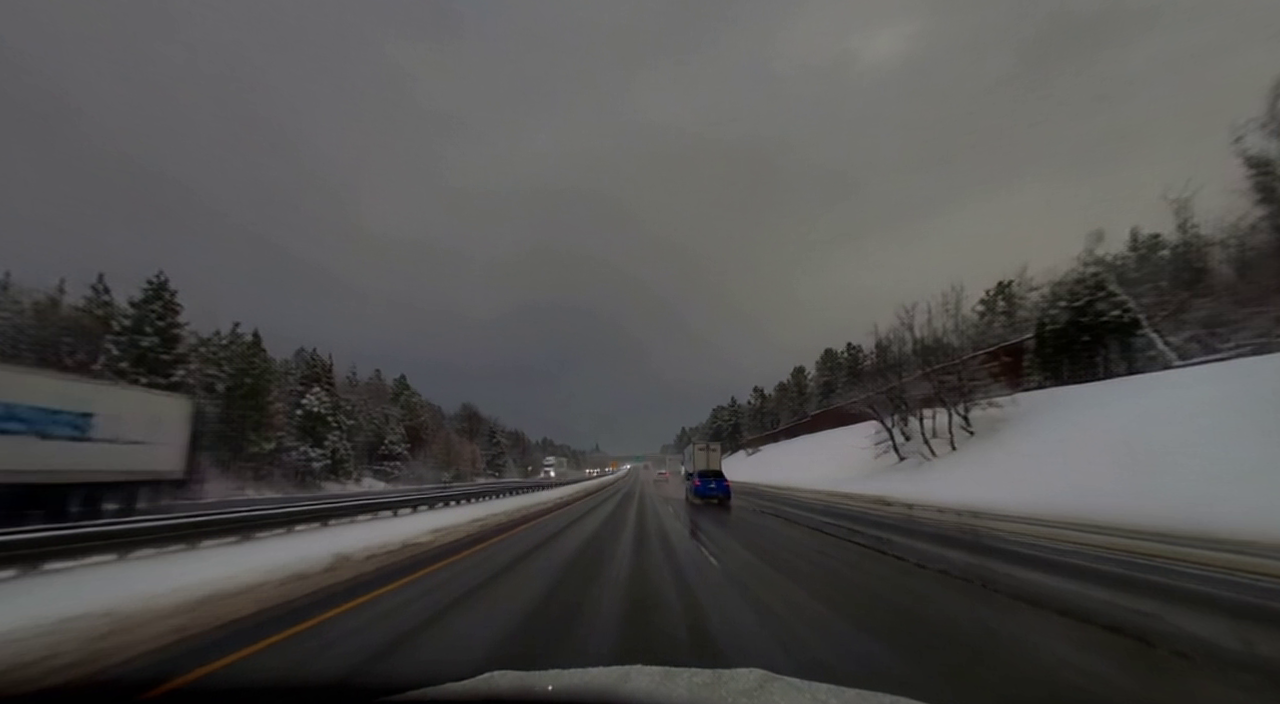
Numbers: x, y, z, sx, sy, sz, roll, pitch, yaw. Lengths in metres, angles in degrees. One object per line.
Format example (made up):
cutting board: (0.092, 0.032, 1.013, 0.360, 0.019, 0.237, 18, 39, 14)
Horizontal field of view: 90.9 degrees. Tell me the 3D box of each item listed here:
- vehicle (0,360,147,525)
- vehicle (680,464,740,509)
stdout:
vehicle: (-17.390, 1.858, 13.591, 2.968, 4.026, 12.783, 1, -10, 1)
vehicle: (2.771, 5.386, 25.504, 2.011, 1.574, 3.512, 2, -10, 0)
